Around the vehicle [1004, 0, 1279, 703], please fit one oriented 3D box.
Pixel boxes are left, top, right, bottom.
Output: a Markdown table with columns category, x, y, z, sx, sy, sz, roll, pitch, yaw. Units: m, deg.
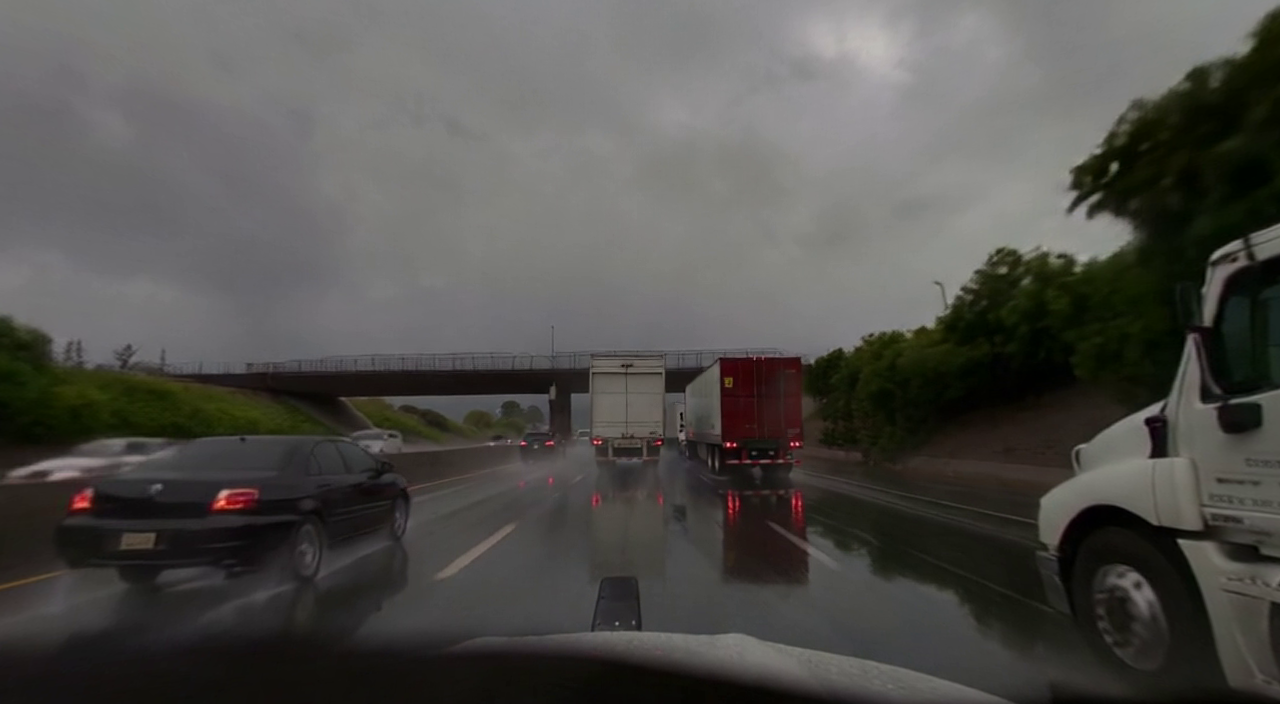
| category | x | y | z | sx | sy | sz | roll | pitch | yaw |
| --- | --- | --- | --- | --- | --- | --- | --- | --- | --- |
| vehicle | 3.934 | -0.492 | 0.899 | 3.074 | 3.896 | 5.910 | 0 | -8 | -1 |

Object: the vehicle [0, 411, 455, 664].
| category | x | y | z | sx | sy | sz | roll | pitch | yaw |
| --- | --- | --- | --- | --- | --- | --- | --- | --- | --- |
| vehicle | -3.446 | 1.399 | 6.057 | 1.894 | 1.460 | 4.662 | 0 | -8 | 0 |

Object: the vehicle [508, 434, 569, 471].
| category | x | y | z | sx | sy | sz | roll | pitch | yaw |
| --- | --- | --- | --- | --- | --- | --- | --- | --- | --- |
| vehicle | -4.325 | 4.326 | 27.520 | 2.049 | 1.483 | 3.786 | 0 | -8 | 0 |

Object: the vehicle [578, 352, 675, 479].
| category | x | y | z | sx | sy | sz | roll | pitch | yaw |
| --- | --- | --- | --- | --- | --- | --- | --- | --- | --- |
| vehicle | -0.519 | 2.728 | 25.536 | 3.090 | 4.065 | 10.702 | 0 | -8 | -1 |

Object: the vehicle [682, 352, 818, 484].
| category | x | y | z | sx | sy | sz | roll | pitch | yaw |
| --- | --- | --- | --- | --- | --- | --- | --- | --- | --- |
| vehicle | 3.621 | 2.710 | 24.366 | 2.817 | 3.886 | 11.491 | 0 | -8 | -2 |
